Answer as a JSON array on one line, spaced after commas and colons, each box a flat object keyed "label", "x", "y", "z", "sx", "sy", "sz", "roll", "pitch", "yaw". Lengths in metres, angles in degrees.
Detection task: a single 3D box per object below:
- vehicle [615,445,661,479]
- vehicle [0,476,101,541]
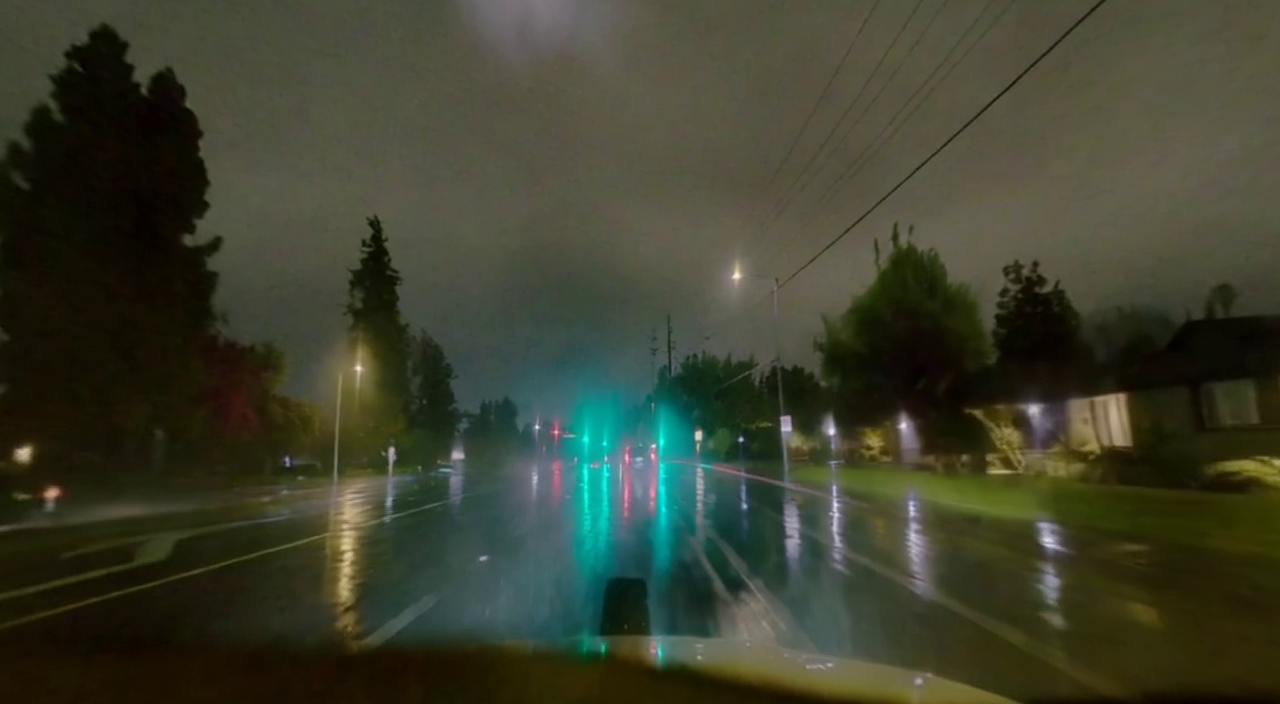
[{"label": "vehicle", "x": -0.062, "y": 5.079, "z": 29.375, "sx": 2.009, "sy": 1.456, "sz": 4.003, "roll": 0, "pitch": -8, "yaw": 1}, {"label": "vehicle", "x": -17.111, "y": 4.156, "z": 16.779, "sx": 1.824, "sy": 1.471, "sz": 4.117, "roll": 0, "pitch": -8, "yaw": 0}]
